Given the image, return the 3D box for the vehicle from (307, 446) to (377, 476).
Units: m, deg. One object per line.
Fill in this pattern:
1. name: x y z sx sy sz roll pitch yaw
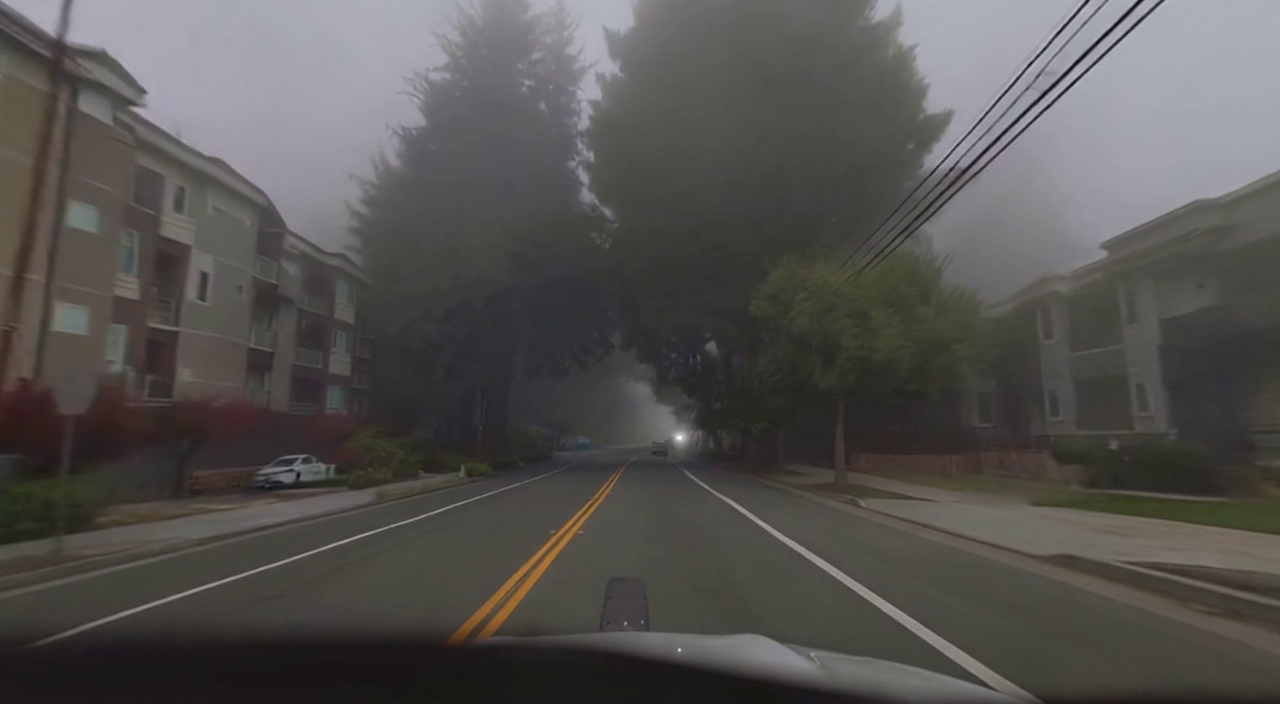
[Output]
1. vehicle: -15.631 5.728 33.255 1.692 1.477 3.902 0 -9 1

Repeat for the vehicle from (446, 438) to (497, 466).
1. vehicle: -12.378 7.403 46.677 2.331 1.956 4.762 0 -9 1

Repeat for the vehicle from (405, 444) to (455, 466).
1. vehicle: -15.425 7.583 46.587 2.049 1.563 4.950 0 -9 -1

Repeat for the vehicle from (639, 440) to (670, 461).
1. vehicle: 1.002 7.041 45.121 2.097 1.463 4.043 0 -9 -1

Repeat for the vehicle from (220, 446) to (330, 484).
1. vehicle: -15.747 4.864 27.552 2.113 1.501 4.659 0 -9 -1
